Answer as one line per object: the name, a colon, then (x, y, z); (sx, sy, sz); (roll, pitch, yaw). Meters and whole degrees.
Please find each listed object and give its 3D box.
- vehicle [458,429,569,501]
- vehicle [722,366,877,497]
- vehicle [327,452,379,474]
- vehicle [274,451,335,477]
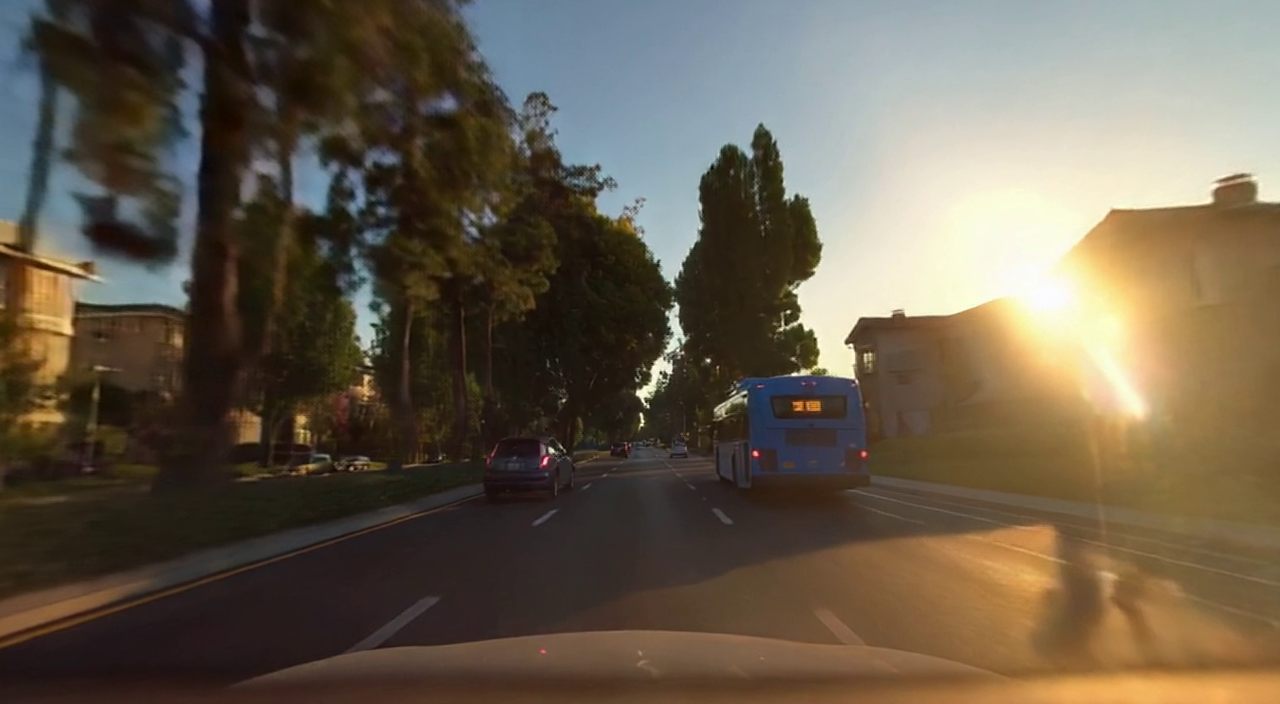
vehicle: (-3.396, 3.128, 17.764); (2.111, 1.767, 4.333); (0, -8, 2)
vehicle: (4.819, 2.910, 22.154); (3.072, 3.278, 12.747); (-1, -8, 4)
vehicle: (-21.973, 8.490, 48.213); (1.797, 1.481, 4.750); (0, -8, -1)
vehicle: (-22.074, 7.372, 41.477); (1.781, 1.553, 3.896); (0, -8, 1)
